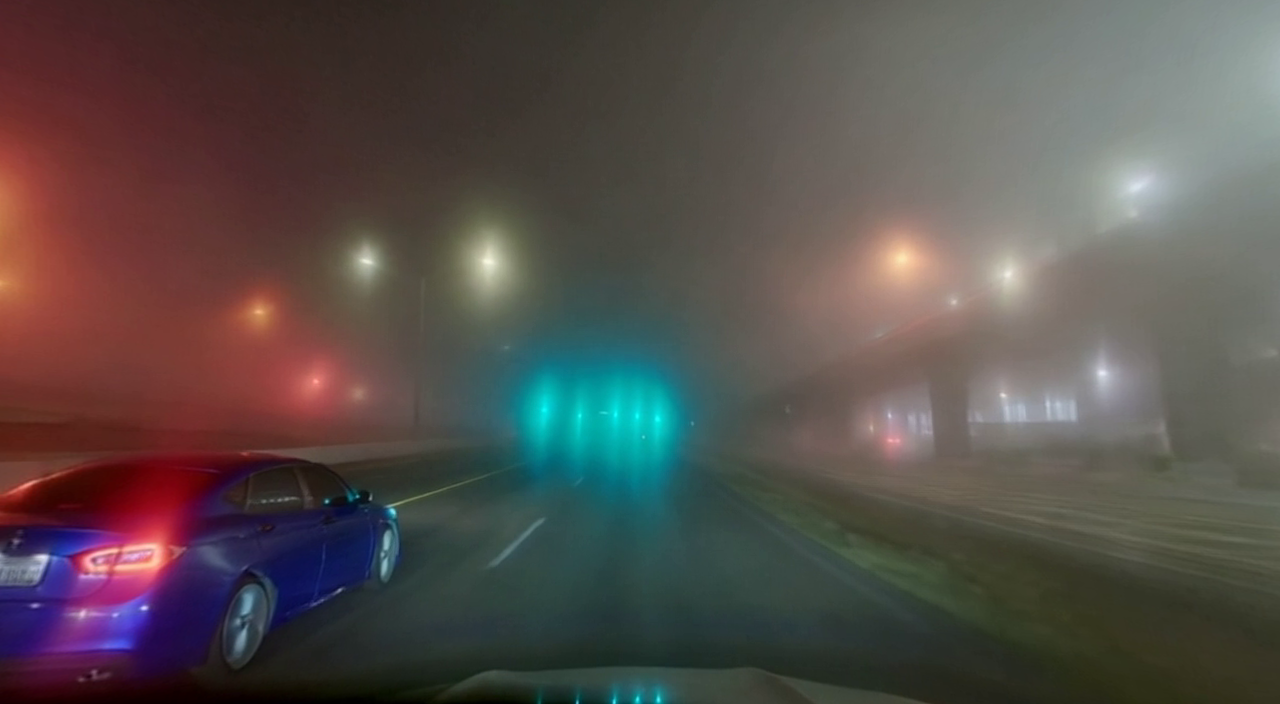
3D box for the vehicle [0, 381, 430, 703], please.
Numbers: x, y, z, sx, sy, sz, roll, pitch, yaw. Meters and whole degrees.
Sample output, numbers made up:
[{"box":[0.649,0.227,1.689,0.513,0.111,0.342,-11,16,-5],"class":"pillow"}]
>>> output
[{"box":[-3.071,1.118,3.877,2.041,1.470,4.290,0,-9,1],"class":"vehicle"}]
